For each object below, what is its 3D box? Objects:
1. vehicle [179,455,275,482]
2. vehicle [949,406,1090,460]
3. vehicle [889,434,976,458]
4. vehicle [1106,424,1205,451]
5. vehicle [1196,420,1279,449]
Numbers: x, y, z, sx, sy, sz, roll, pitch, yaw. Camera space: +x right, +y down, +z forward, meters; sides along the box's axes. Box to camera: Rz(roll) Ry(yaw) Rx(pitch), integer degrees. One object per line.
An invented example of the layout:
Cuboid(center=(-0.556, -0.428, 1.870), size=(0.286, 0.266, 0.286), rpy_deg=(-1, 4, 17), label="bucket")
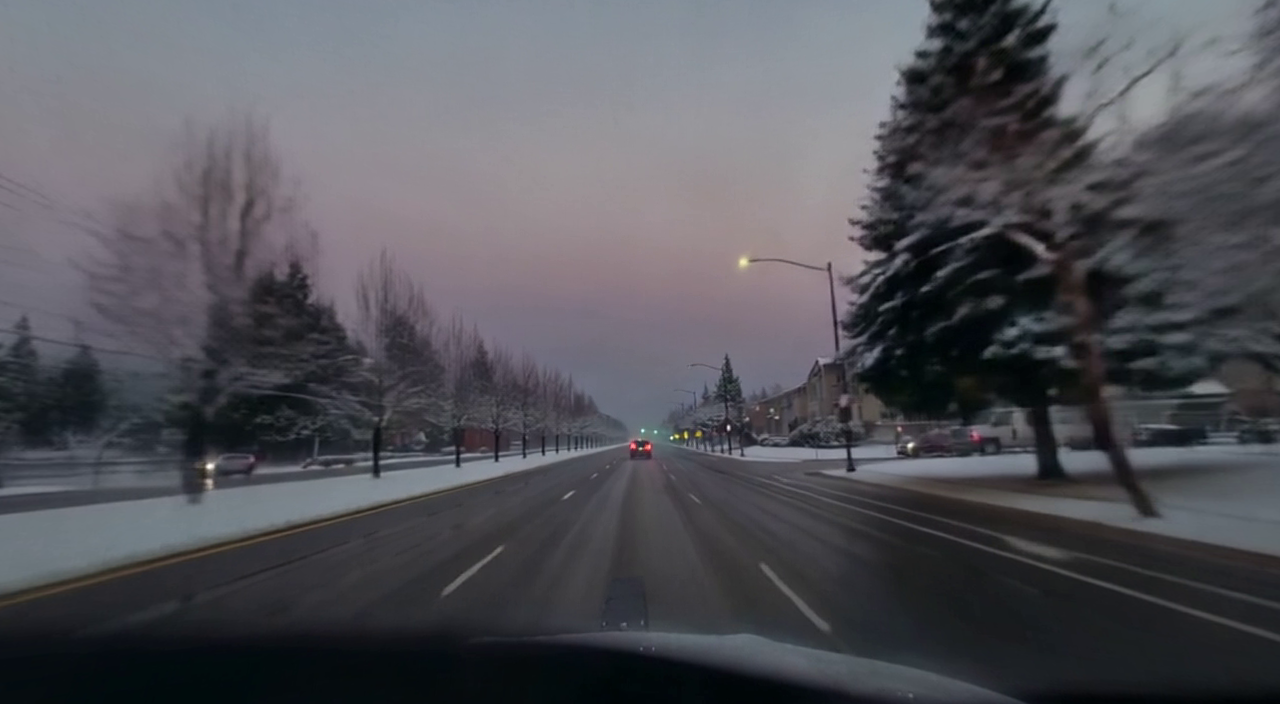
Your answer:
Cuboid(center=(-25.586, 7.189, 39.182), size=(2.004, 1.450, 4.543), rpy_deg=(-8, -11, 42), label="vehicle")
Cuboid(center=(21.696, 4.676, 36.259), size=(6.374, 3.018, 2.476), rpy_deg=(0, -8, -1), label="vehicle")
Cuboid(center=(20.302, 6.550, 43.869), size=(4.900, 1.530, 2.211), rpy_deg=(0, -11, 1), label="vehicle")
Cuboid(center=(29.311, 4.887, 35.904), size=(4.101, 1.518, 1.749), rpy_deg=(0, -8, -1), label="vehicle")
Cuboid(center=(35.000, 4.704, 35.943), size=(4.578, 1.488, 1.890), rpy_deg=(-2, -9, 1), label="vehicle")
